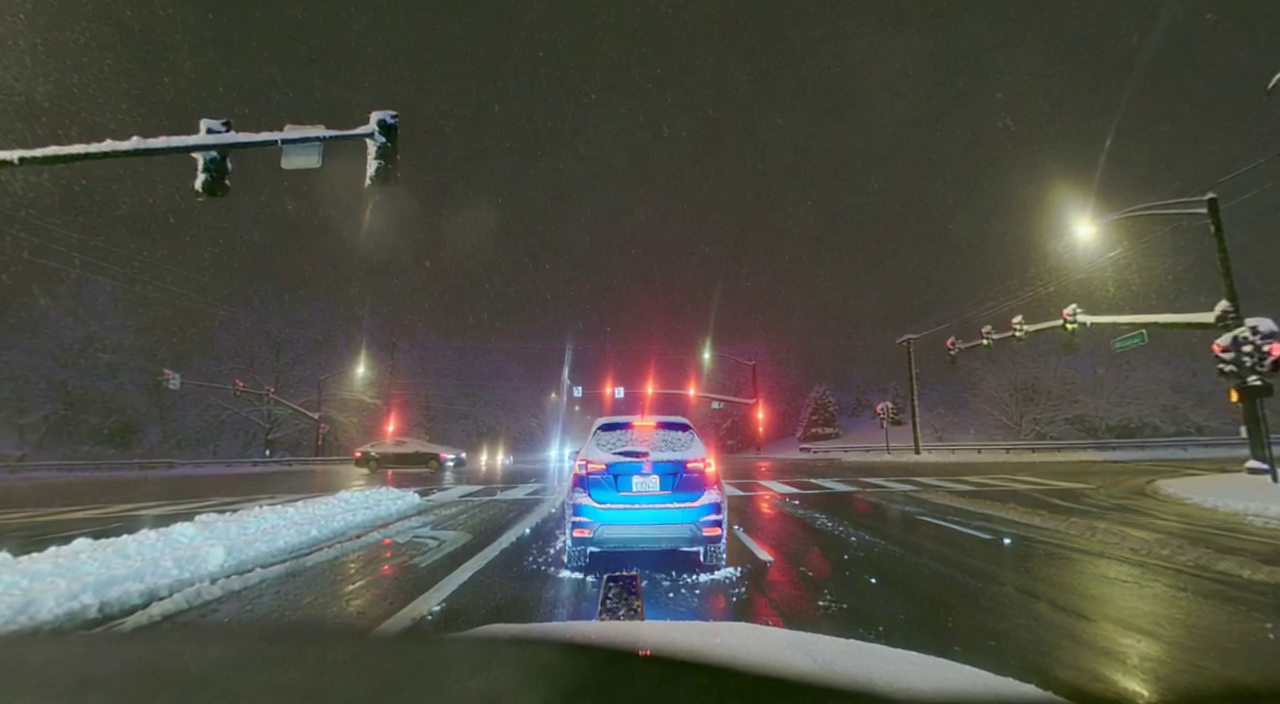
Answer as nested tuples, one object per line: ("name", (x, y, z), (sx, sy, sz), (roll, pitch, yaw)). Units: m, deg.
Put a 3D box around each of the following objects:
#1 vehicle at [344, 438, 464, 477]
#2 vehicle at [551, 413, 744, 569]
("vehicle", (-12.016, 5.445, 32.423), (5.247, 1.889, 2.050), (0, -11, 2))
("vehicle", (0.035, 1.758, 8.711), (2.027, 1.626, 3.942), (0, -8, -1))
